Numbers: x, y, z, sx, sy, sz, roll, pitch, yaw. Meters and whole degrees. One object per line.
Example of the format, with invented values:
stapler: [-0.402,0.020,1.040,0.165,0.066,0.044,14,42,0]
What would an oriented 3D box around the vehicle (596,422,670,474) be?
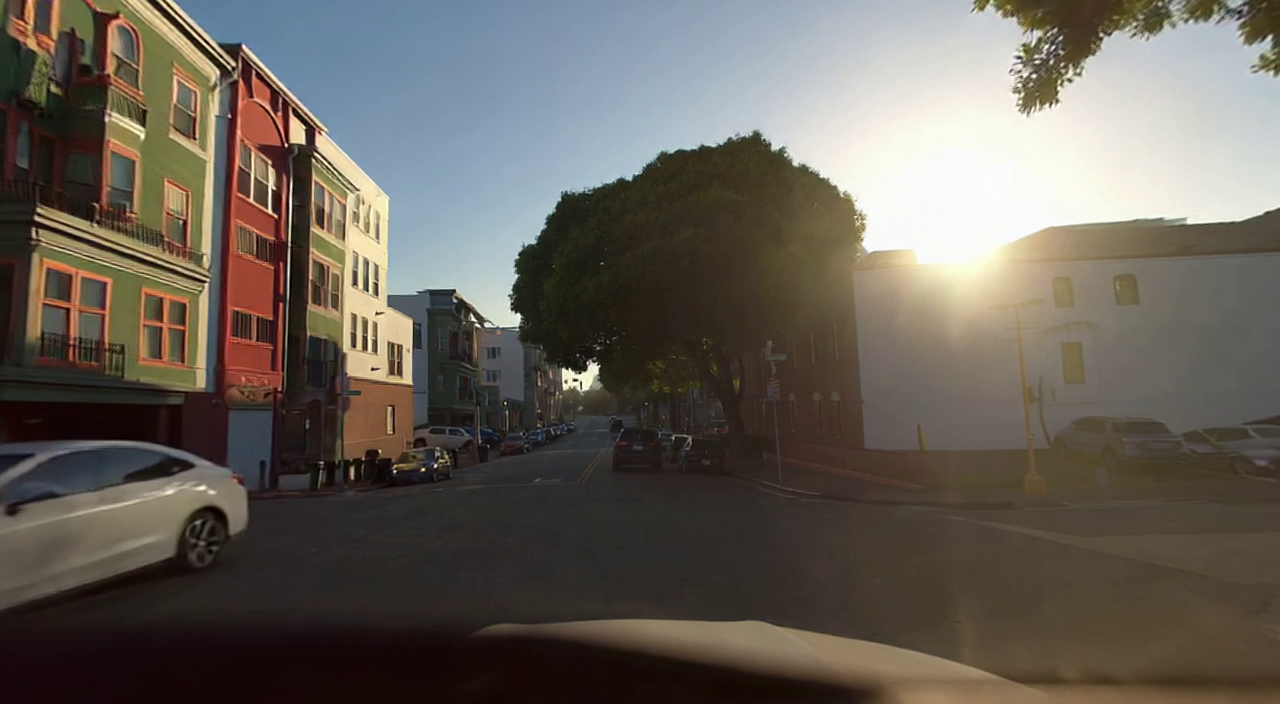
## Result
vehicle: [-0.395,3.834,25.255,2.412,1.834,4.636,1,-9,-7]

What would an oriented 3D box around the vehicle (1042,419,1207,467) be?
vehicle: [15.360,2.917,20.142,3.752,1.453,1.709,0,-9,2]

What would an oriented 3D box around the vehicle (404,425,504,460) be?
vehicle: [-11.430,5.592,38.877,5.540,1.950,2.113,4,-12,-28]

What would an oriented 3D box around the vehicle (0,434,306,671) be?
vehicle: [-5.215,1.475,5.415,2.226,1.465,5.034,0,-9,-4]

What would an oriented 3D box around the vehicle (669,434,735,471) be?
vehicle: [2.548,4.298,27.078,2.290,1.456,4.503,0,-8,-1]
